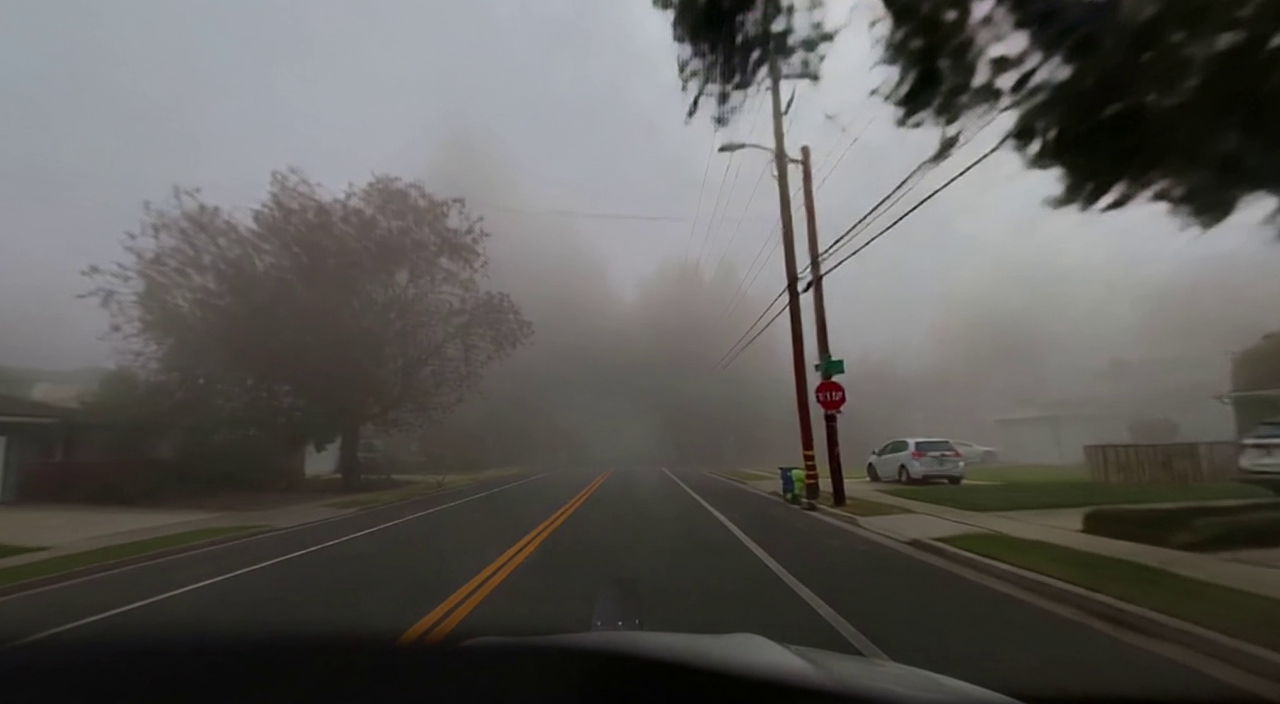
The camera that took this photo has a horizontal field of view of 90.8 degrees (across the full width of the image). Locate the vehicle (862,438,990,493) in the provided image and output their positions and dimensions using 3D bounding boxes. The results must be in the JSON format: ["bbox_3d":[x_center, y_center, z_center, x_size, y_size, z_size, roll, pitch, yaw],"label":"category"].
[{"bbox_3d":[8.699,3.471,19.715,1.811,1.491,4.407,0,-8,-2],"label":"vehicle"}]
